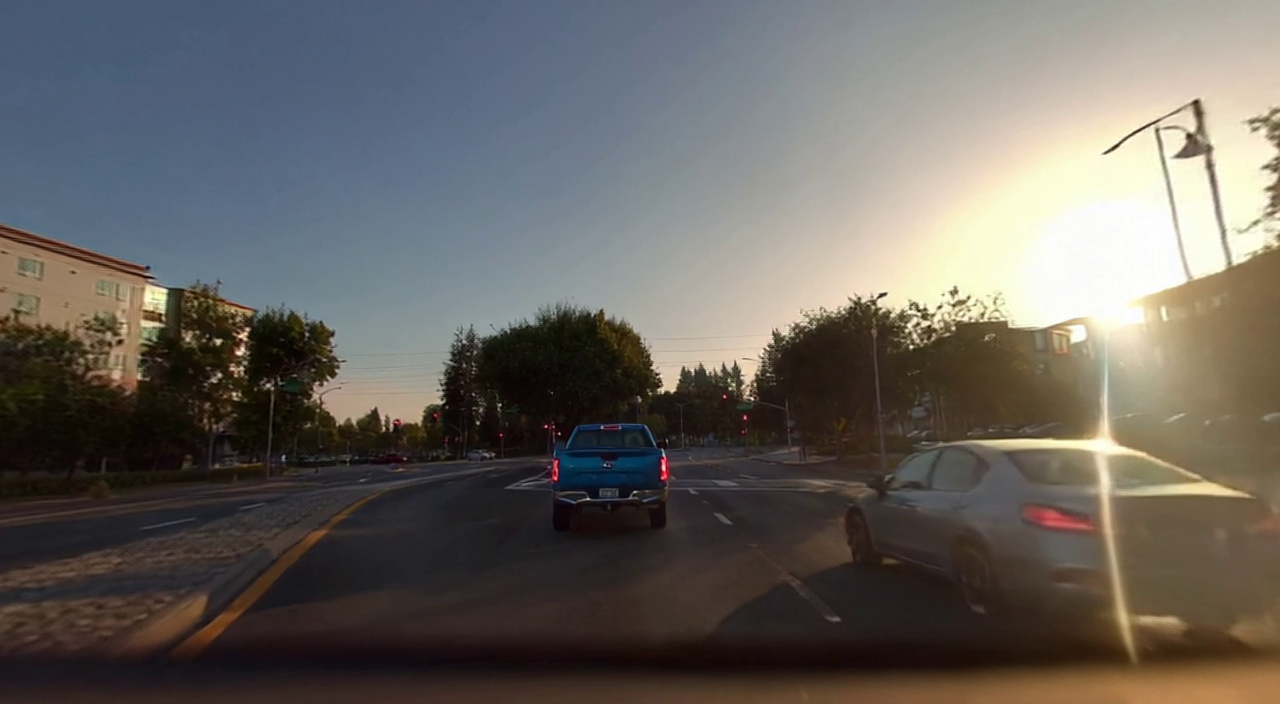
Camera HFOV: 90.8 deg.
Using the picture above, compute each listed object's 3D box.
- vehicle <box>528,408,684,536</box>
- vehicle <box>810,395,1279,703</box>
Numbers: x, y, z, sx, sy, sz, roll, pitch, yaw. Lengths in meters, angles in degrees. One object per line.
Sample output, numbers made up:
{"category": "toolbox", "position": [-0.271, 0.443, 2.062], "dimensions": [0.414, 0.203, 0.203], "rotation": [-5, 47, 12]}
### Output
{"category": "vehicle", "position": [-0.502, 2.004, 11.173], "dimensions": [2.145, 1.762, 4.731], "rotation": [0, -8, -1]}
{"category": "vehicle", "position": [2.951, 1.229, 4.685], "dimensions": [2.073, 1.484, 4.437], "rotation": [0, -8, -1]}
